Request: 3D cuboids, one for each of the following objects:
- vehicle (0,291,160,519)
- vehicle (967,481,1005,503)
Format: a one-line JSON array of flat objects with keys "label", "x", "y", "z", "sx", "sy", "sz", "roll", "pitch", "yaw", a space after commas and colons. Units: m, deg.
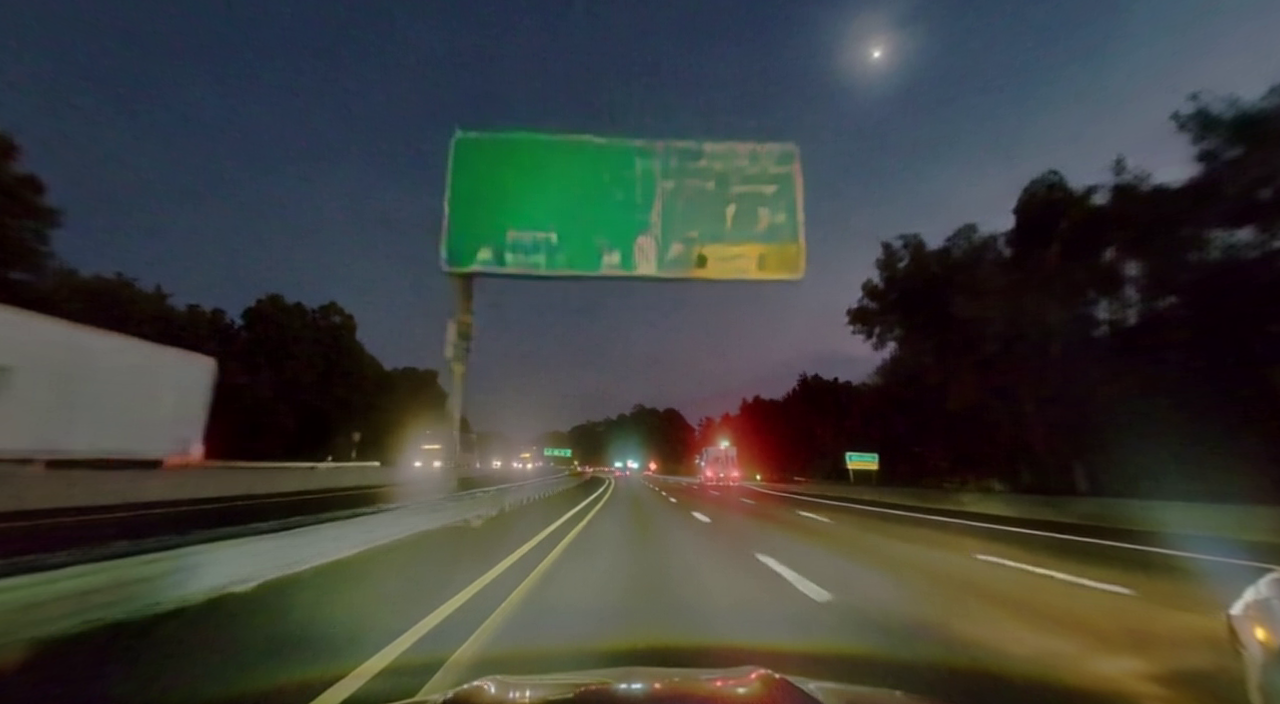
[{"label": "vehicle", "x": -12.949, "y": 0.351, "z": 8.097, "sx": 2.879, "sy": 4.072, "sz": 13.916, "roll": 1, "pitch": -10, "yaw": -2}, {"label": "vehicle", "x": 25.953, "y": 10.504, "z": 47.196, "sx": 1.701, "sy": 1.471, "sz": 3.592, "roll": -2, "pitch": -11, "yaw": 16}]
